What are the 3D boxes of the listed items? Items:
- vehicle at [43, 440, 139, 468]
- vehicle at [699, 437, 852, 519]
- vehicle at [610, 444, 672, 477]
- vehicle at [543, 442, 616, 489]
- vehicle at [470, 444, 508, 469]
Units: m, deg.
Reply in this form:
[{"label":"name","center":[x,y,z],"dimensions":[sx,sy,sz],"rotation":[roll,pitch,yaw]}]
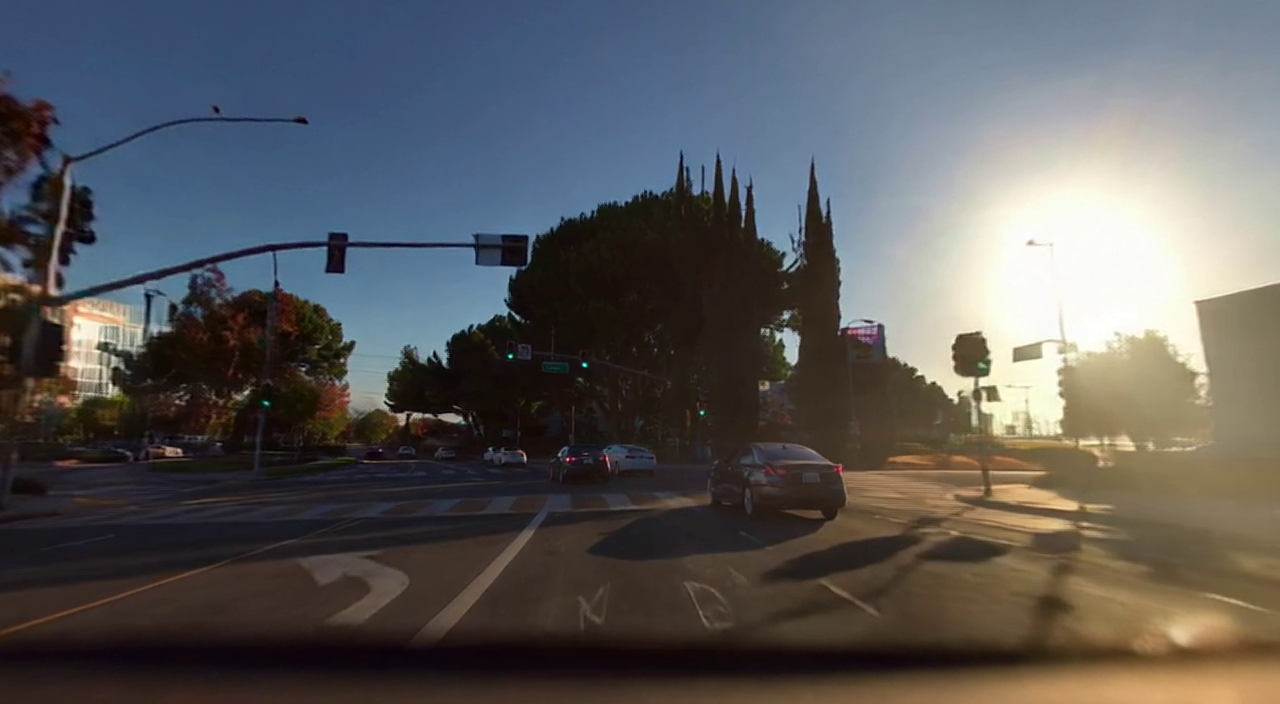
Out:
[{"label":"vehicle","center":[-32.727,6.070,37.696],"dimensions":[3.796,1.595,1.808],"rotation":[3,-9,-19]},{"label":"vehicle","center":[2.731,2.669,13.950],"dimensions":[1.984,1.476,4.488],"rotation":[1,-9,-6]},{"label":"vehicle","center":[-0.065,5.357,31.477],"dimensions":[1.957,1.463,4.701],"rotation":[2,-9,-15]},{"label":"vehicle","center":[-2.361,4.124,23.324],"dimensions":[2.308,1.535,4.811],"rotation":[1,-9,-10]},{"label":"vehicle","center":[-10.347,7.096,42.926],"dimensions":[2.012,1.492,4.079],"rotation":[4,-8,-19]}]
